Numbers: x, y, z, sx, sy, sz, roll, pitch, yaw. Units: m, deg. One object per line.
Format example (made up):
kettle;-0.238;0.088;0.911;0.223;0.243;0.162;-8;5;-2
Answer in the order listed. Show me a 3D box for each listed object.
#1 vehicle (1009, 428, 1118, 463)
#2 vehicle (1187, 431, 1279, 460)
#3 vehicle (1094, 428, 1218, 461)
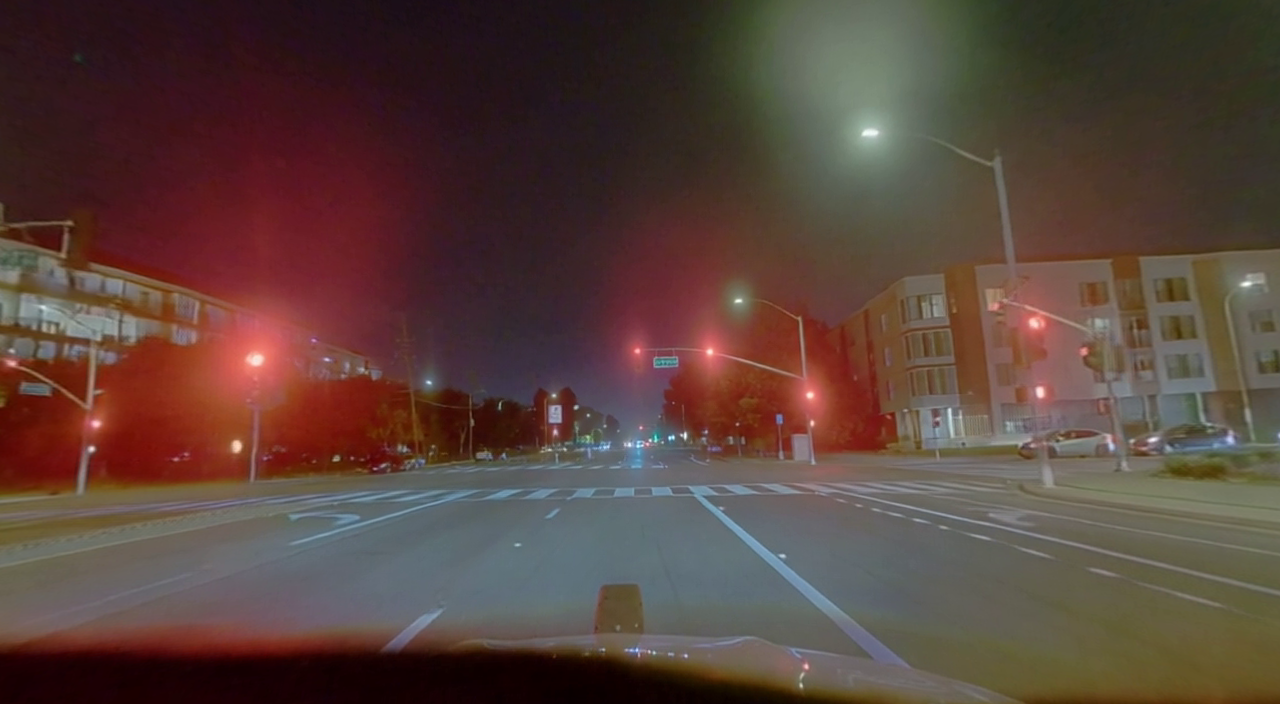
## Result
vehicle;22.057;4.879;33.032;4.323;1.746;1.872;0;-8;-3
vehicle;32.696;4.969;33.777;4.664;1.358;1.997;-4;-8;11
vehicle;27.301;4.901;33.510;4.910;1.644;2.032;0;-8;-4
